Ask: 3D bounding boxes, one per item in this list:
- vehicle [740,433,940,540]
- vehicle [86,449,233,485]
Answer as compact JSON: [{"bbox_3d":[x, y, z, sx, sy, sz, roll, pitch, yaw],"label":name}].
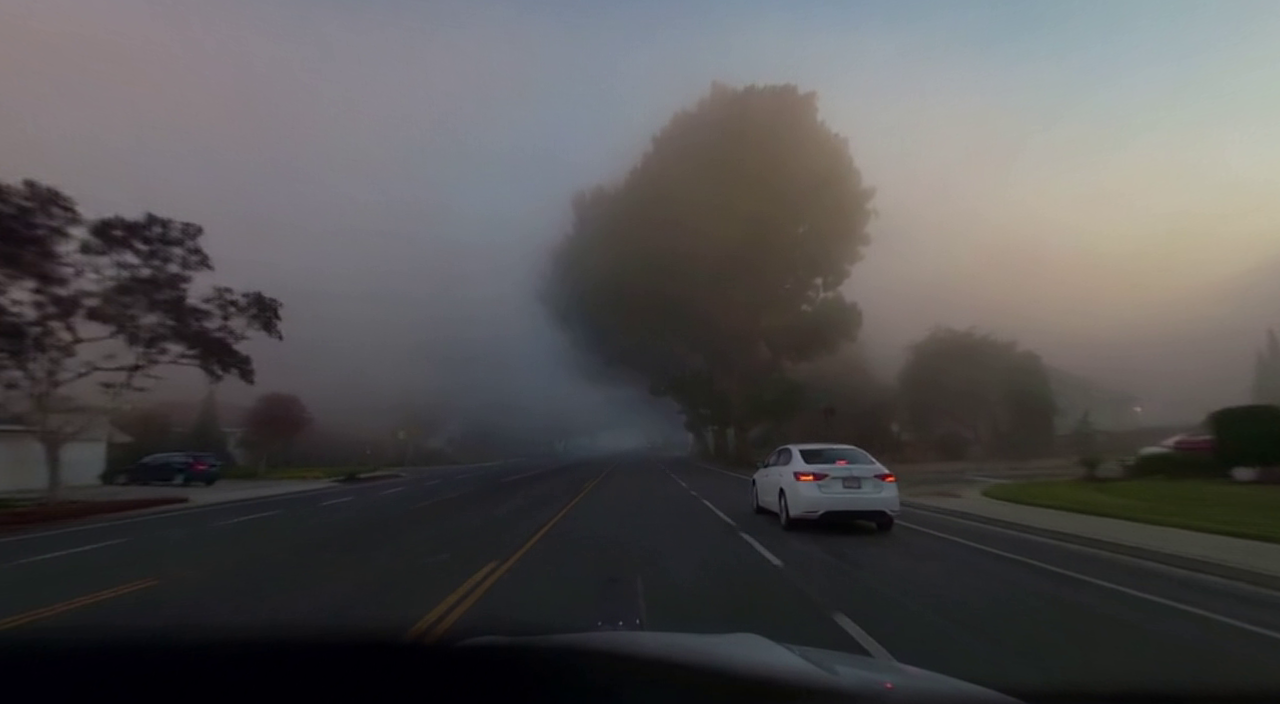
[{"bbox_3d":[3.173,2.228,11.107,2.057,1.493,4.225,0,-9,-1],"label":"vehicle"},{"bbox_3d":[-20.583,4.932,27.195,4.689,1.466,1.969,0,-9,1],"label":"vehicle"}]
